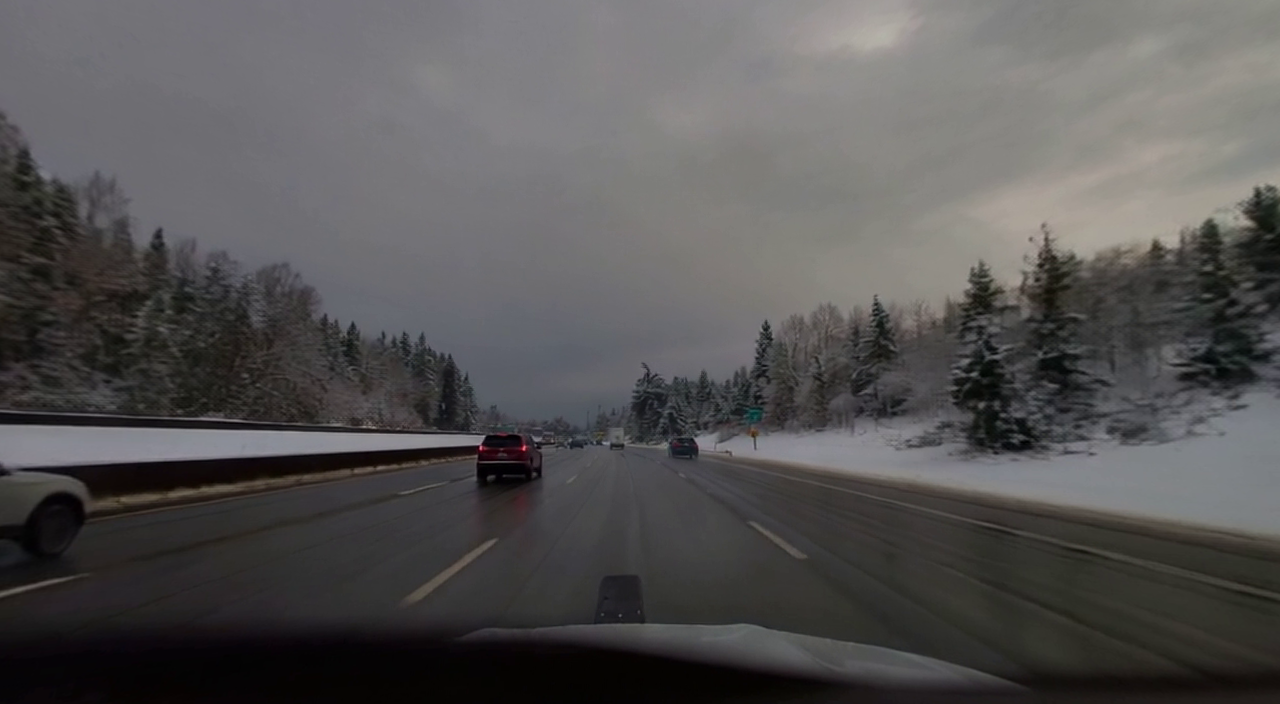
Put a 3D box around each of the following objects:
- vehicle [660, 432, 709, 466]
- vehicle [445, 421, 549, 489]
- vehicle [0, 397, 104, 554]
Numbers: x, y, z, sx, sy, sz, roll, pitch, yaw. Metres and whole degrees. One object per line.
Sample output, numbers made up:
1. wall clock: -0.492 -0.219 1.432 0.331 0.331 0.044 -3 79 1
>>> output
1. vehicle: 2.294 5.146 33.566 2.053 1.698 4.097 1 -8 -3
2. vehicle: -3.920 2.918 18.078 2.002 1.680 4.301 0 -8 -1
3. vehicle: -8.085 1.184 5.758 2.237 1.703 4.681 0 -8 -1
